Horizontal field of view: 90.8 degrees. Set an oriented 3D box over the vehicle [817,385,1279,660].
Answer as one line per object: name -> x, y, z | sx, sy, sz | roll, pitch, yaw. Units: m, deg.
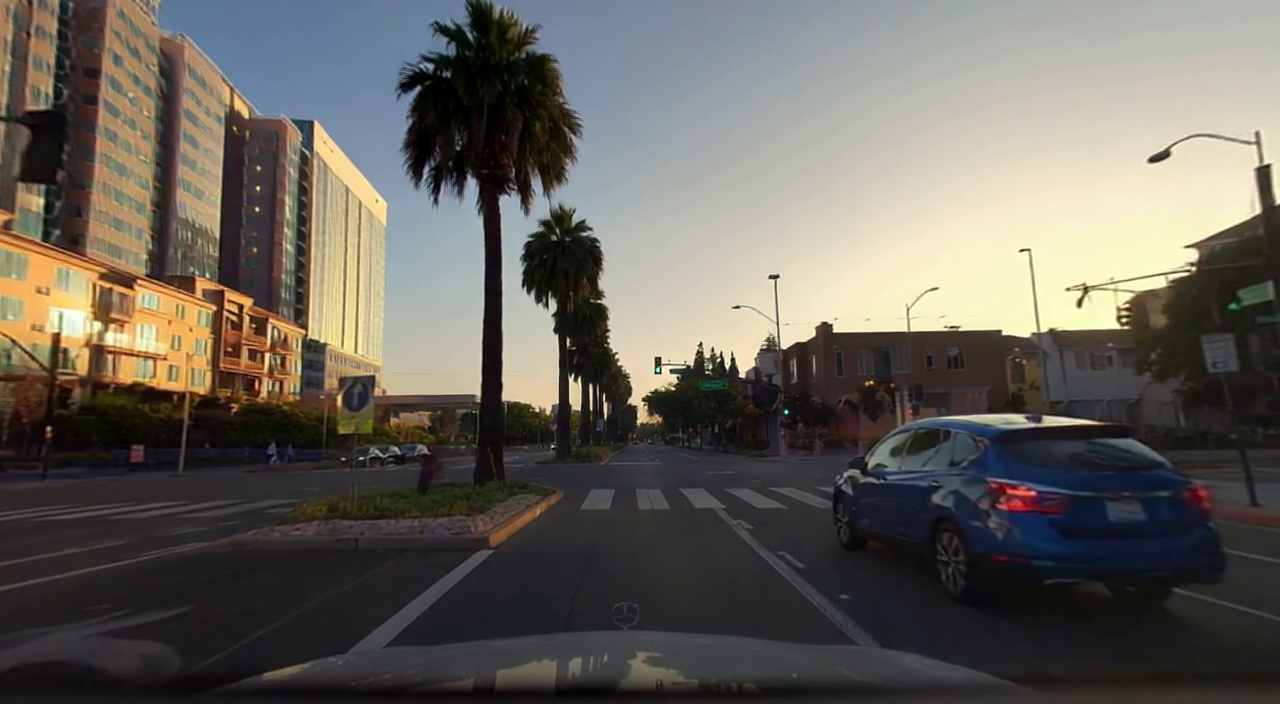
vehicle -> 3.341, 1.329, 5.939 | 2.060, 1.631, 4.169 | 0, -9, -1
